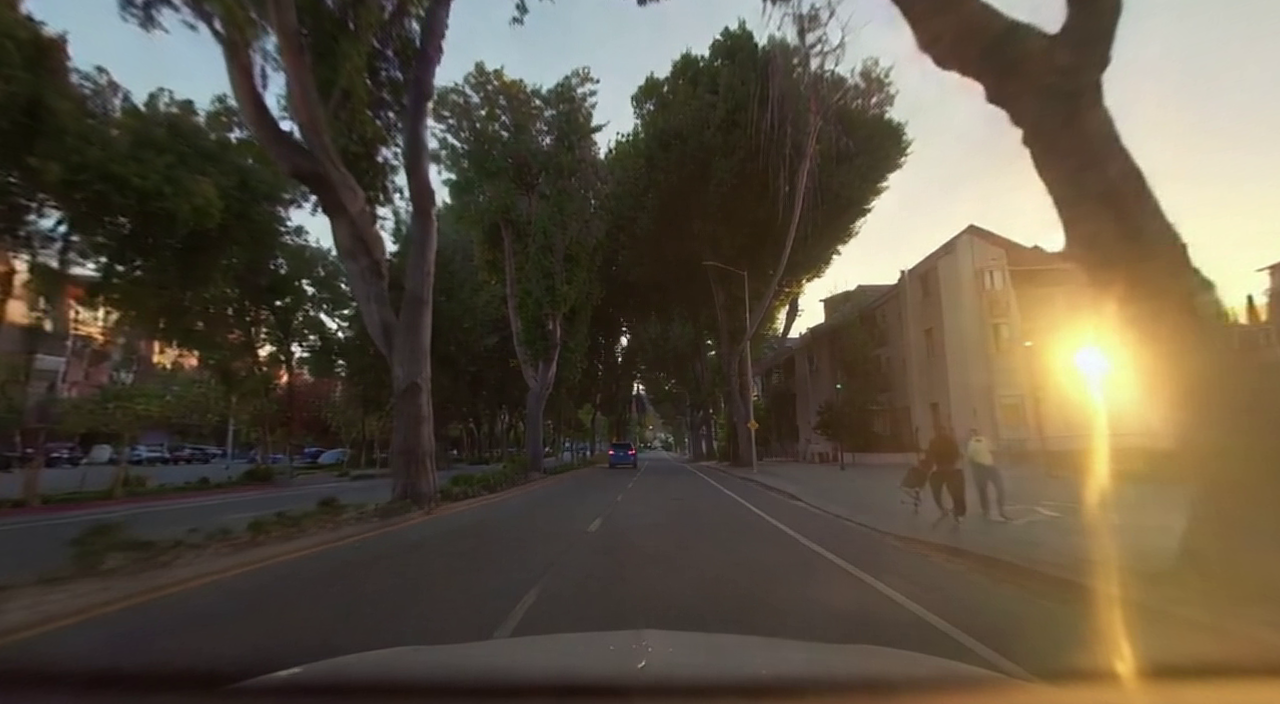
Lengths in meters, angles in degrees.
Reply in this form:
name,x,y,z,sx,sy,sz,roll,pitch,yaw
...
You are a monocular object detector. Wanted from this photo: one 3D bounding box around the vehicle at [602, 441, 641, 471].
name,x,y,z,sx,sy,sz,roll,pitch,yaw
vehicle,-1.134,6.828,41.623,2.294,1.859,5.127,0,-9,2
